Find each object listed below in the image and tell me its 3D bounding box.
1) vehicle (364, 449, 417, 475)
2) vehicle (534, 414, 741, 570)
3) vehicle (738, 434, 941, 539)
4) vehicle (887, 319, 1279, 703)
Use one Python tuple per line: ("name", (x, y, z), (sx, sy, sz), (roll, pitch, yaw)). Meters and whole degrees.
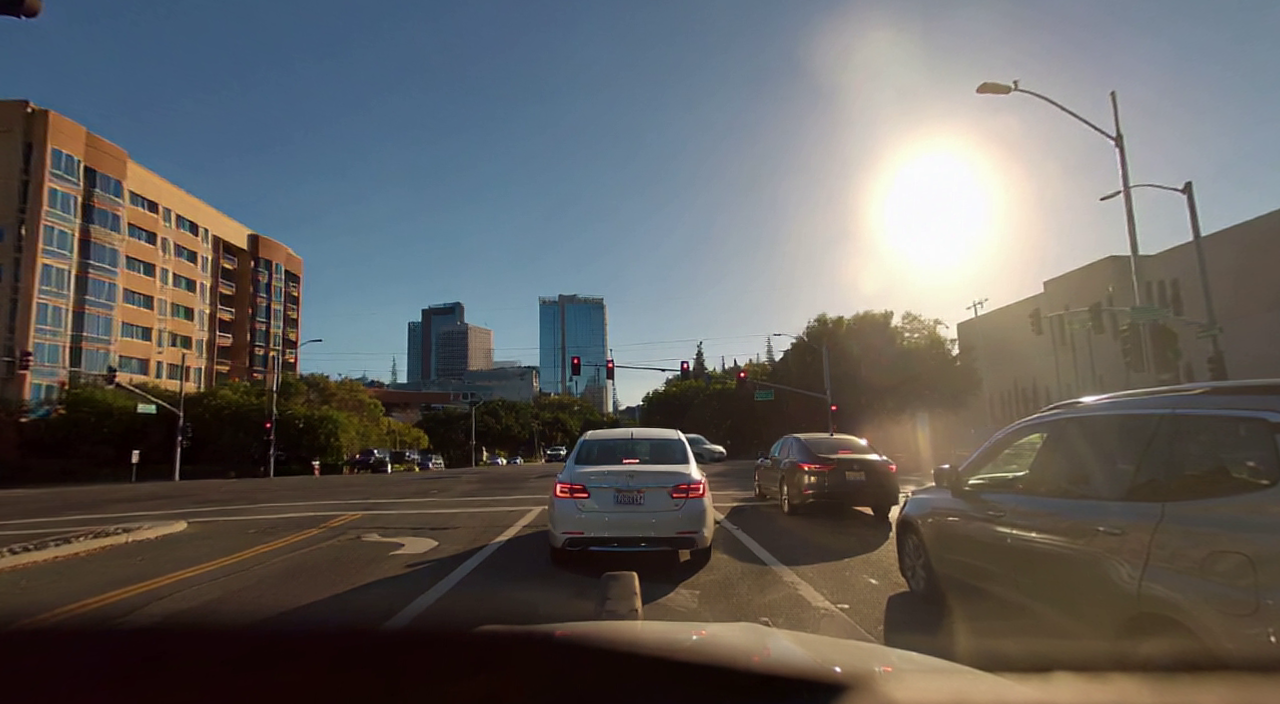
("vehicle", (-18.725, 8.261, 47.657), (2.026, 1.836, 4.726), (0, -8, 0))
("vehicle", (-0.073, 1.779, 8.758), (2.188, 1.637, 4.027), (0, -8, -1))
("vehicle", (3.158, 2.218, 11.133), (2.001, 1.463, 4.398), (0, -8, -2))
("vehicle", (2.997, 0.866, 2.660), (2.103, 1.701, 4.294), (0, -8, -1))
